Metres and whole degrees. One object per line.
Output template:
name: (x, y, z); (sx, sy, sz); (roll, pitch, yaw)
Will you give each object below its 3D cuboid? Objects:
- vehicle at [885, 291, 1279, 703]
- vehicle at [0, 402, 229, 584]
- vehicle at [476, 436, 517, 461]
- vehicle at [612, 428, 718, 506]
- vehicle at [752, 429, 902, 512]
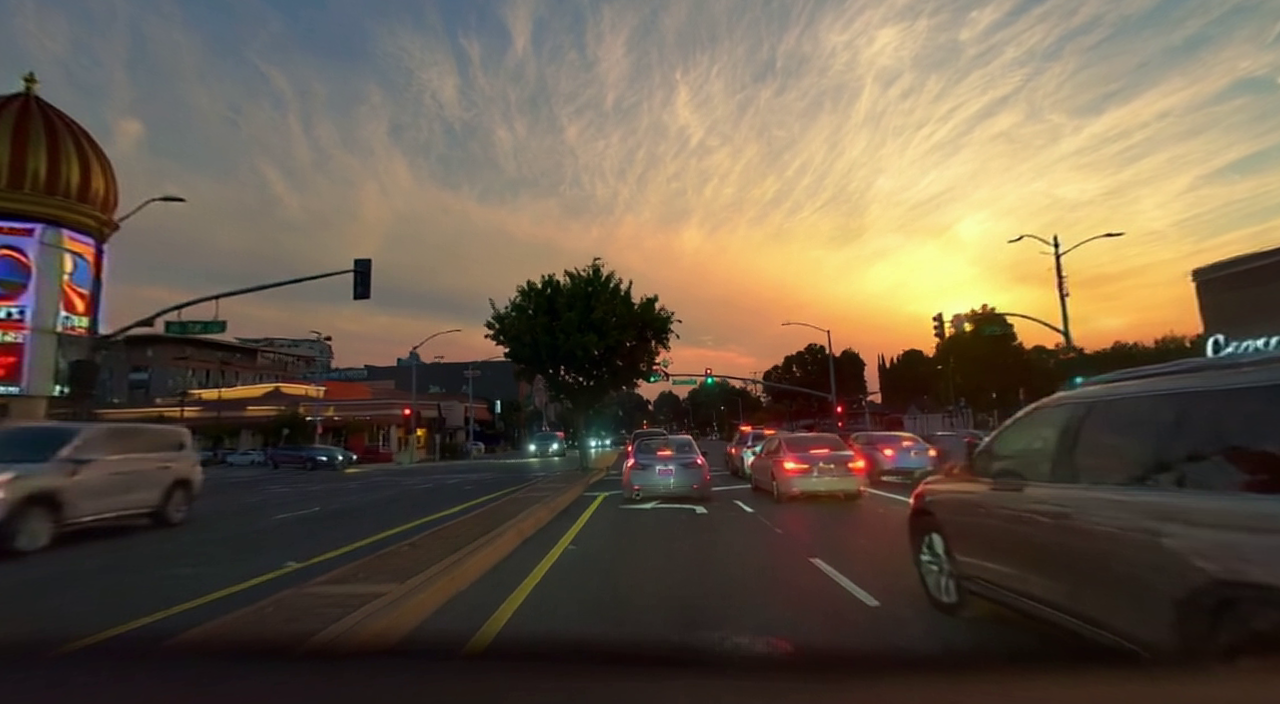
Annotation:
vehicle: (3.160, 0.831, 3.005); (2.038, 1.787, 4.946); (0, -8, 1)
vehicle: (-7.623, 1.666, 8.193); (2.106, 1.751, 4.554); (1, -8, -10)
vehicle: (-11.249, 7.601, 49.657); (2.122, 1.829, 4.559); (0, -8, 1)
vehicle: (0.482, 2.544, 14.371); (2.073, 1.496, 3.892); (0, -8, 0)
vehicle: (3.778, 2.462, 13.659); (1.883, 1.480, 4.489); (0, -8, 0)
